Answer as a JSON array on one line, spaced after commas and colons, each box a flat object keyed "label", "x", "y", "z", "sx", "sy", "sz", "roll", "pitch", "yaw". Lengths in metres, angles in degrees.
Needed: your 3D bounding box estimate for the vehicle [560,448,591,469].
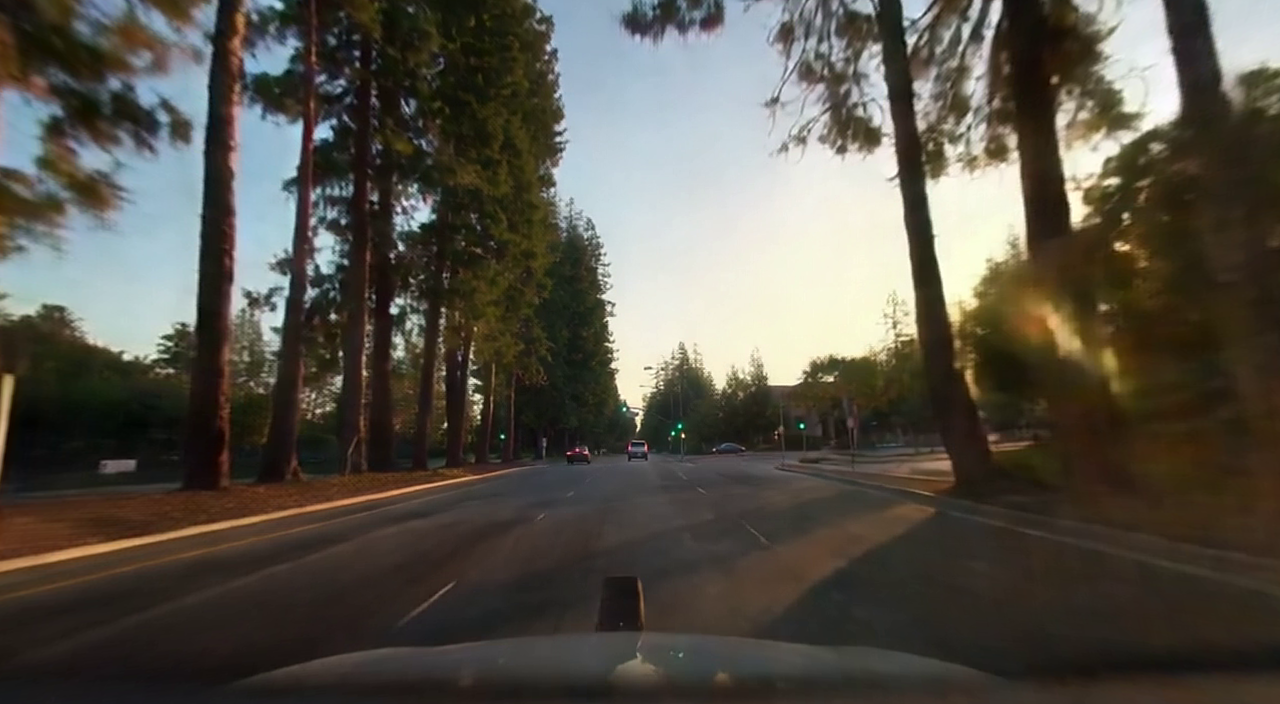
[{"label": "vehicle", "x": -4.476, "y": 7.416, "z": 44.270, "sx": 1.674, "sy": 1.408, "sz": 4.141, "roll": 0, "pitch": -8, "yaw": 1}]
